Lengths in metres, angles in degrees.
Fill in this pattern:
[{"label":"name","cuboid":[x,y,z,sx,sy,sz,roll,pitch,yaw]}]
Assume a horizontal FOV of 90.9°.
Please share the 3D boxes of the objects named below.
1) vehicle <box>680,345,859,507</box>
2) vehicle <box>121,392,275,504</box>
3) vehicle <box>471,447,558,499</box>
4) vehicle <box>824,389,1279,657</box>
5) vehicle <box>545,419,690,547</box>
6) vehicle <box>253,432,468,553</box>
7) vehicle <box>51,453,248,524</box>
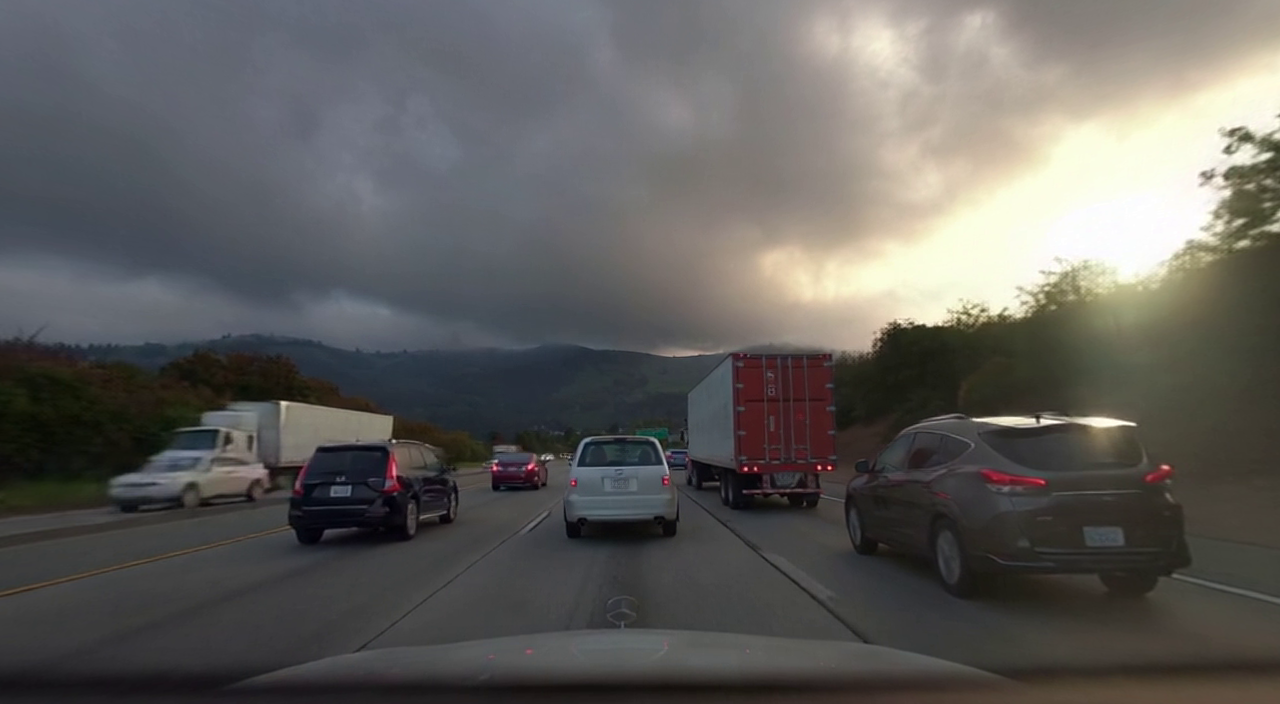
[{"label":"vehicle","cuboid":[3.769,3.041,23.781,3.186,4.111,15.553,0,-9,-1]},{"label":"vehicle","cuboid":[-16.856,3.700,24.428,2.741,3.929,4.071,0,-9,0]},{"label":"vehicle","cuboid":[-3.972,3.893,20.630,1.923,1.503,4.293,0,-9,0]},{"label":"vehicle","cuboid":[3.693,1.485,6.560,2.076,1.751,4.666,0,-9,-1]},{"label":"vehicle","cuboid":[-0.327,2.192,11.105,2.037,1.792,4.194,0,-9,0]},{"label":"vehicle","cuboid":[-4.327,2.219,10.544,1.789,1.620,3.841,0,-9,0]},{"label":"vehicle","cuboid":[-12.394,3.422,16.311,2.065,1.565,3.728,0,-9,0]}]
